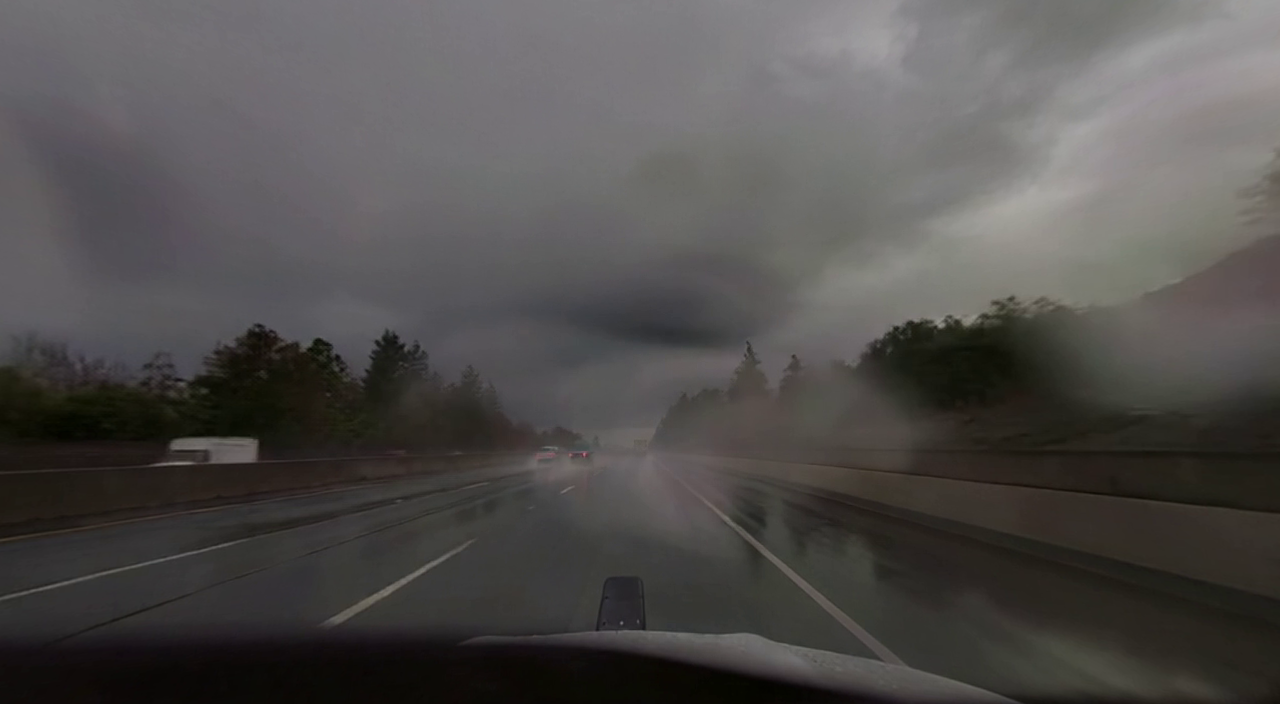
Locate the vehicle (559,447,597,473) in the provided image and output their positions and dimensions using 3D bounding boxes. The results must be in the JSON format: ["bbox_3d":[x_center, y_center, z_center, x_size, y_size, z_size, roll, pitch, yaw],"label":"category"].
[{"bbox_3d":[-3.747,6.605,38.690,1.893,1.521,3.742,0,-9,0],"label":"vehicle"}]

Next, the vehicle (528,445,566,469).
[{"bbox_3d":[-7.075,8.027,48.514,2.173,1.722,4.869,0,-9,1],"label":"vehicle"}]
